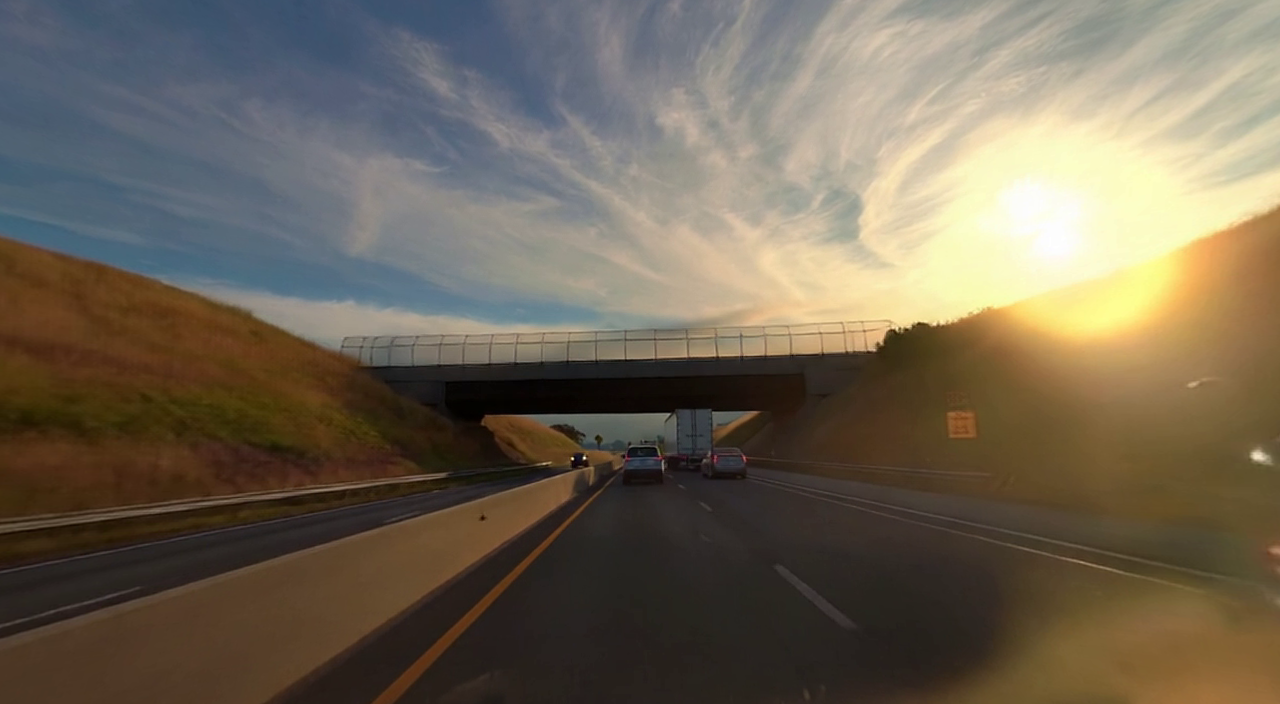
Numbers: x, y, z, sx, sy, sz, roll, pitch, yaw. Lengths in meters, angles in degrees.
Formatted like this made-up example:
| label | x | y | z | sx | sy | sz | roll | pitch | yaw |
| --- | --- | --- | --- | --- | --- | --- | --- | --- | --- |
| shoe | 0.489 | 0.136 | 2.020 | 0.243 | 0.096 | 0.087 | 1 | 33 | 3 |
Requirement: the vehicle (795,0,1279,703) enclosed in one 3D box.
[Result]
| label | x | y | z | sx | sy | sz | roll | pitch | yaw |
| --- | --- | --- | --- | --- | --- | --- | --- | --- | --- |
| vehicle | 3.009 | -0.225 | 2.768 | 2.987 | 3.897 | 5.990 | -1 | -9 | 0 |

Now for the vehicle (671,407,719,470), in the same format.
| label | x | y | z | sx | sy | sz | roll | pitch | yaw |
| --- | --- | --- | --- | --- | --- | --- | --- | --- | --- |
| vehicle | 3.675 | 6.079 | 43.889 | 2.948 | 3.974 | 6.480 | -1 | -9 | 2 |

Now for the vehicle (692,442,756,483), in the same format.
| label | x | y | z | sx | sy | sz | roll | pitch | yaw |
| --- | --- | --- | --- | --- | --- | --- | --- | --- | --- |
| vehicle | 3.340 | 4.480 | 25.799 | 1.972 | 1.505 | 3.946 | 0 | -9 | -1 |

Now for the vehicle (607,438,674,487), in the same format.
| label | x | y | z | sx | sy | sz | roll | pitch | yaw |
| --- | --- | --- | --- | --- | --- | --- | --- | --- | --- |
| vehicle | 0.007 | 4.032 | 23.224 | 2.256 | 1.615 | 4.114 | -1 | -9 | 0 |
